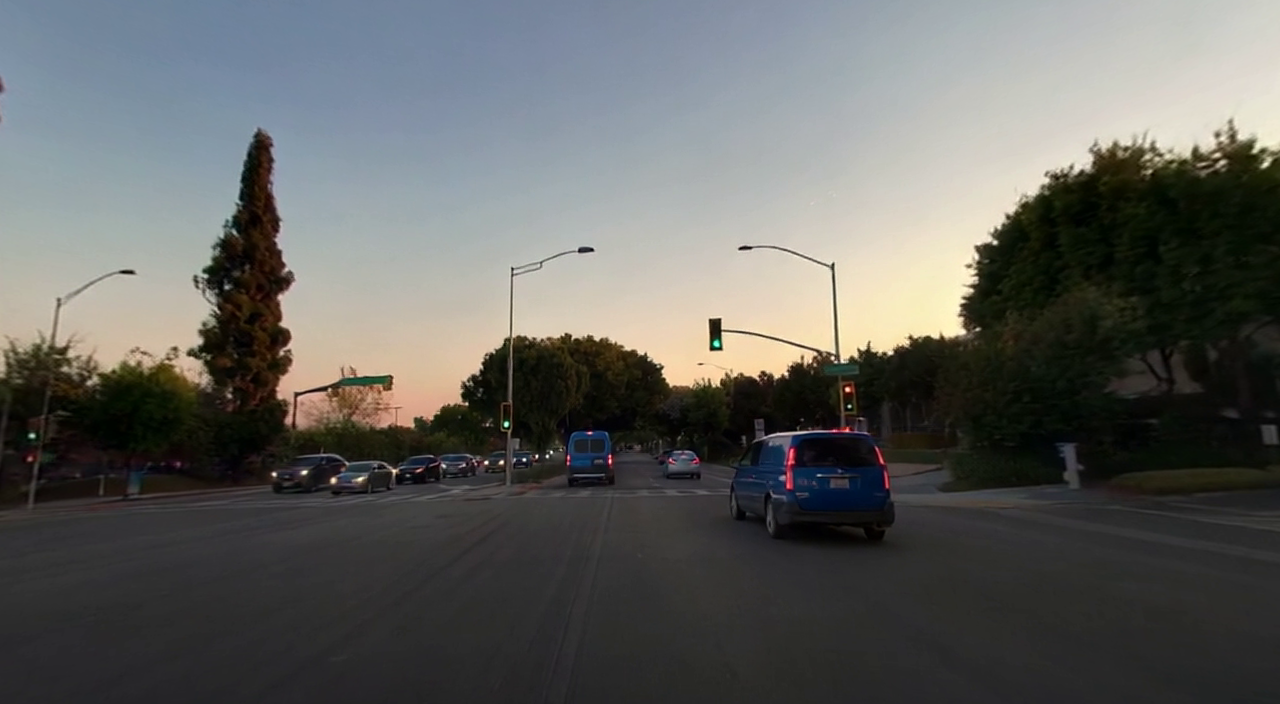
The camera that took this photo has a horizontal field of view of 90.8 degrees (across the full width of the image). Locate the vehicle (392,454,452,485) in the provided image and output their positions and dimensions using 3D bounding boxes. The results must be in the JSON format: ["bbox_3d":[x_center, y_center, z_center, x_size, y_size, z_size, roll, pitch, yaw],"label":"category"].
[{"bbox_3d":[-12.310,6.621,35.929,1.956,1.625,4.123,0,-9,-1],"label":"vehicle"}]

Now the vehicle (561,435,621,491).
[{"bbox_3d":[-1.951,4.483,25.900,2.228,2.054,4.309,0,-9,-3],"label":"vehicle"}]

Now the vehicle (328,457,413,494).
[{"bbox_3d":[-12.206,5.598,28.986,2.128,1.496,4.432,0,-9,-3],"label":"vehicle"}]

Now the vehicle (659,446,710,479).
[{"bbox_3d":[2.332,5.935,34.268,2.248,1.692,4.252,0,-9,-3],"label":"vehicle"}]

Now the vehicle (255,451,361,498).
[{"bbox_3d":[-16.018,5.879,30.924,2.299,2.015,5.743,0,-9,-3],"label":"vehicle"}]

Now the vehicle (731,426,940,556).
[{"bbox_3d":[2.868,2.135,10.416,1.965,1.671,4.146,0,-9,-2],"label":"vehicle"}]

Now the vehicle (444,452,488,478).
[{"bbox_3d":[-12.232,7.963,44.707,1.988,1.689,4.047,0,-9,0],"label":"vehicle"}]
